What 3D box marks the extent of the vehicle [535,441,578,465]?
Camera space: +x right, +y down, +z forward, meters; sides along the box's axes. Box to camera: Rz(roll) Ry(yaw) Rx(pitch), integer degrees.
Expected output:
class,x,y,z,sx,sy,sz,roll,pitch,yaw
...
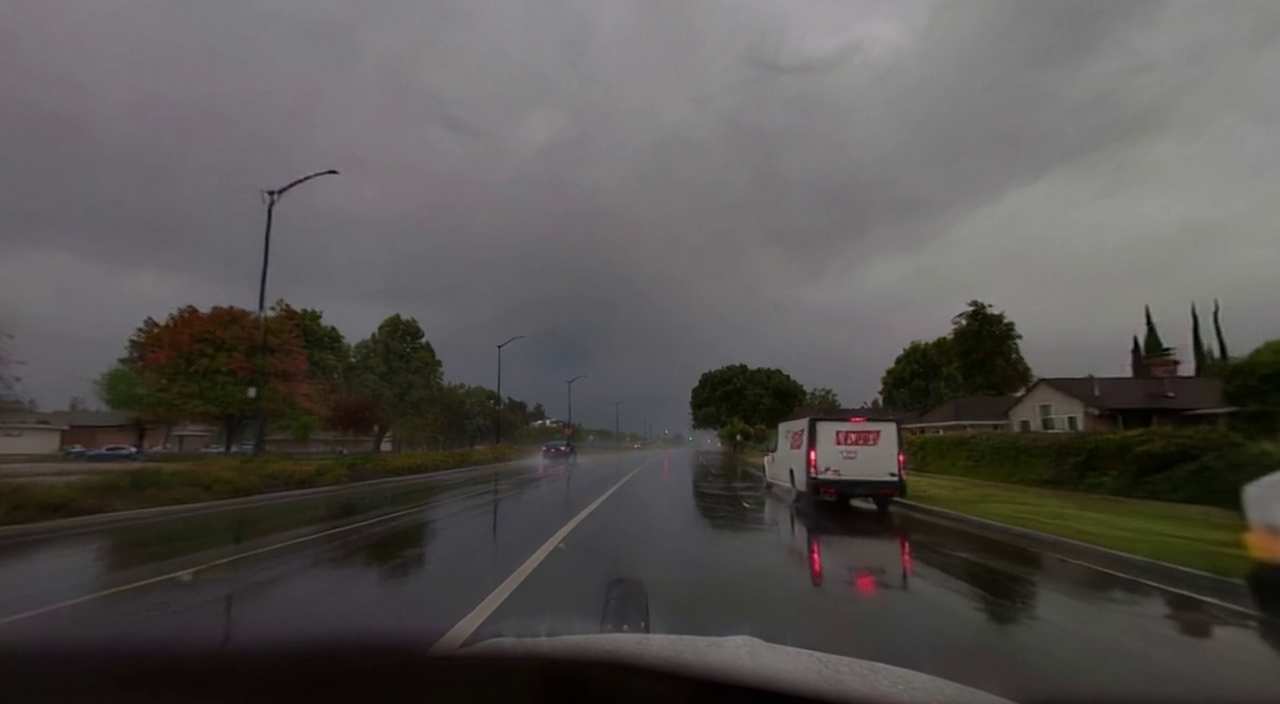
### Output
class,x,y,z,sx,sy,sz,roll,pitch,yaw
vehicle,-5.307,6.483,40.689,2.060,1.473,4.645,0,-8,2

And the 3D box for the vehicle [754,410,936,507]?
class,x,y,z,sx,sy,sz,roll,pitch,yaw
vehicle,4.888,2.711,16.583,2.695,2.013,6.661,0,-8,1
